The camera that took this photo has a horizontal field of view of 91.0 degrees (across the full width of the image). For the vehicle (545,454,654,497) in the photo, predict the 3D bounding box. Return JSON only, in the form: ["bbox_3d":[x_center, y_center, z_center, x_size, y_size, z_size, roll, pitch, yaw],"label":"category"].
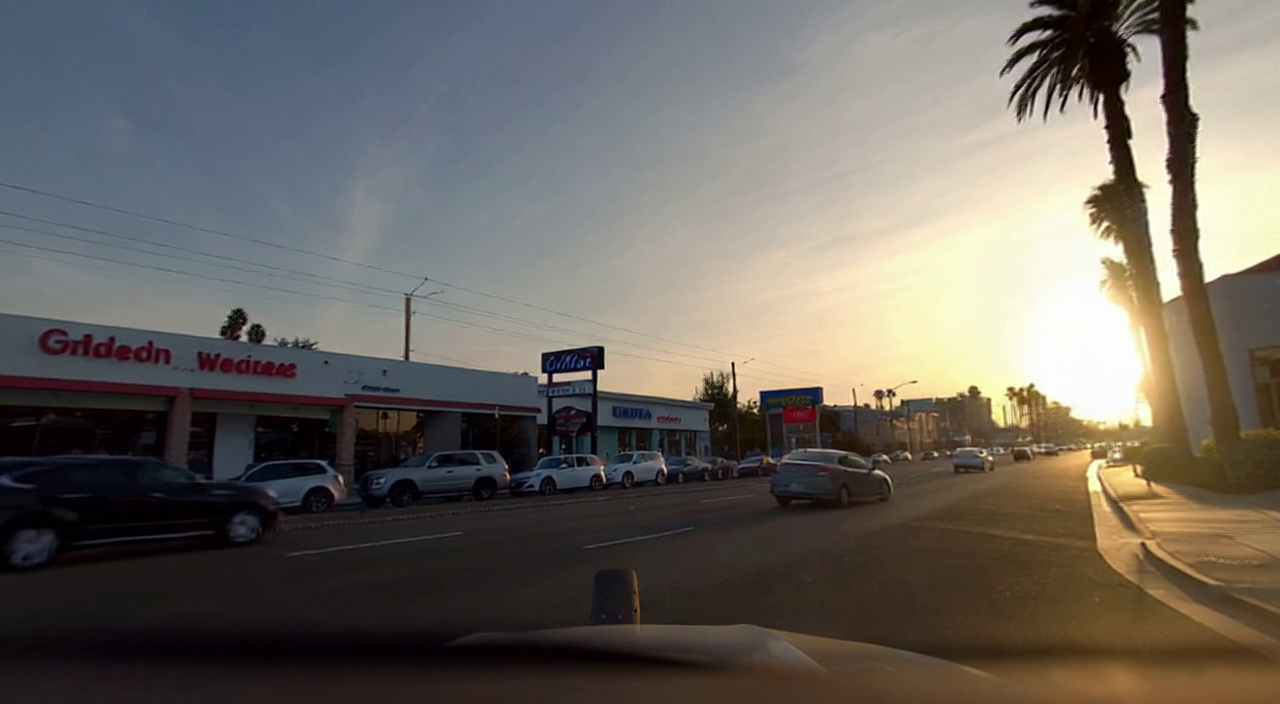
[{"bbox_3d":[-1.502,4.828,24.928,1.837,1.468,4.389,-6,-11,37],"label":"vehicle"}]

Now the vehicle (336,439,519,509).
[{"bbox_3d":[-6.197,3.721,18.973,1.989,1.792,4.884,-9,-15,35],"label":"vehicle"}]

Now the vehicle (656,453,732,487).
[{"bbox_3d":[2.727,5.720,30.788,1.776,1.448,4.137,-6,-11,36],"label":"vehicle"}]

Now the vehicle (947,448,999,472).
[{"bbox_3d":[22.756,7.319,42.909,2.232,1.513,5.090,-6,-11,37],"label":"vehicle"}]

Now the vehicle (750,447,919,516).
[{"bbox_3d":[5.105,3.177,16.120,2.139,1.461,4.918,-8,-12,43],"label":"vehicle"}]

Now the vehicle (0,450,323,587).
[{"bbox_3d":[-7.237,2.143,8.798,2.090,1.520,4.452,-7,-11,39],"label":"vehicle"}]
